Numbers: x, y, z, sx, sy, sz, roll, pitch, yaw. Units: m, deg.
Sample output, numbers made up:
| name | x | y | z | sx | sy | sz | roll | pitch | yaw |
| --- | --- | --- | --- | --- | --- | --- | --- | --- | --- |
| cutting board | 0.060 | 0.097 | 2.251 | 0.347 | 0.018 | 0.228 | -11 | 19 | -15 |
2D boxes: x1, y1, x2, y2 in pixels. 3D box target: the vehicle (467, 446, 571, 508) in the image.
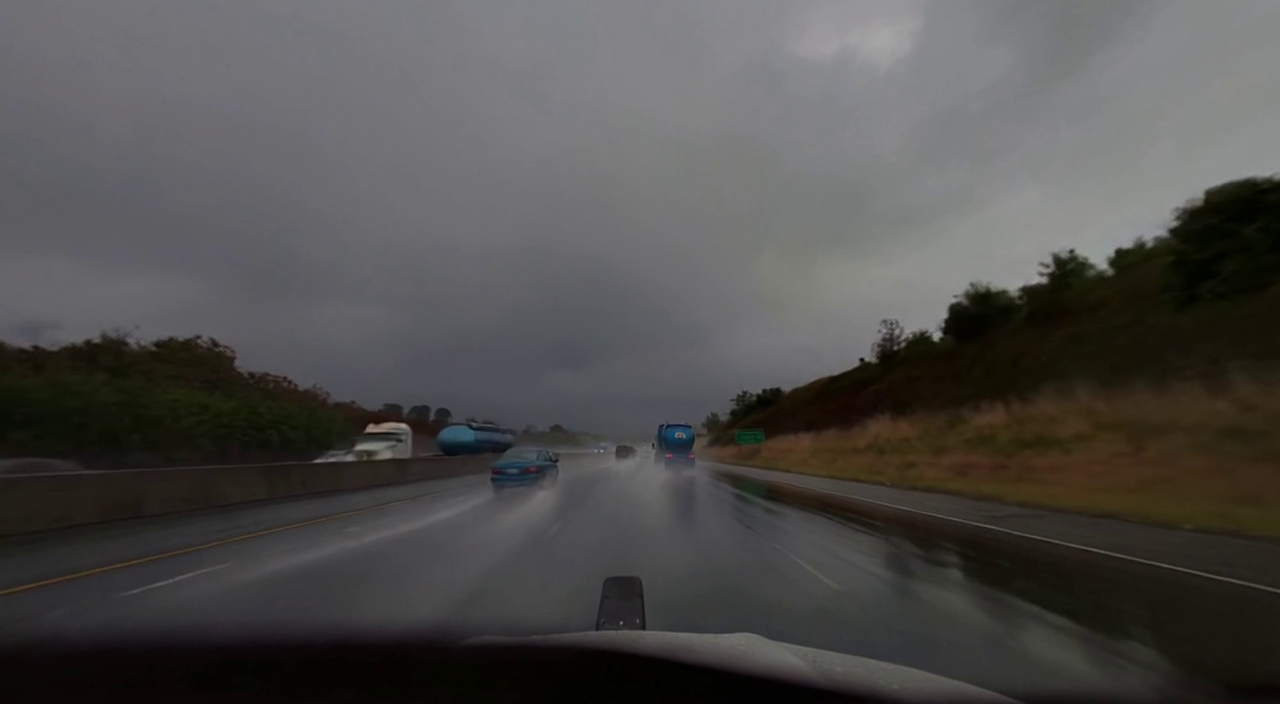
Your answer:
| name | x | y | z | sx | sy | sz | roll | pitch | yaw |
| --- | --- | --- | --- | --- | --- | --- | --- | --- | --- |
| vehicle | -3.171 | 3.369 | 17.423 | 2.013 | 1.498 | 3.908 | -1 | -9 | 1 |
